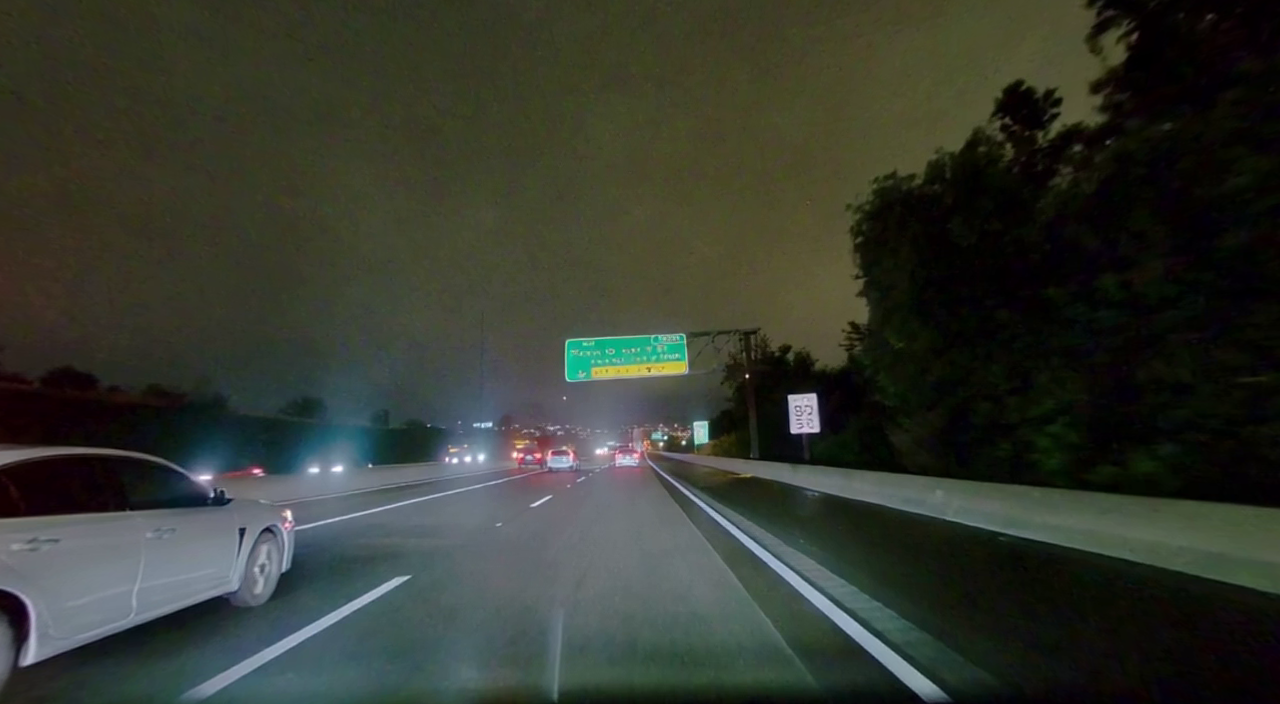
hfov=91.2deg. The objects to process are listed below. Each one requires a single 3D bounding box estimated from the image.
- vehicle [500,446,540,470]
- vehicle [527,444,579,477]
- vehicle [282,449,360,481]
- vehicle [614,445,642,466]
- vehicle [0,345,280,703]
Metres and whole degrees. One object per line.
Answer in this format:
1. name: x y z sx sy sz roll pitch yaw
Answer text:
1. vehicle: -8.042 7.094 42.227 1.936 1.516 3.904 0 -9 -1
2. vehicle: -4.183 5.281 30.611 1.988 1.477 4.118 0 -9 -1
3. vehicle: -16.371 5.788 32.374 1.846 1.519 4.114 0 -9 0
4. vehicle: -0.922 7.812 47.337 2.023 1.479 3.718 0 -9 -1
5. vehicle: -3.948 0.852 2.711 2.074 1.779 4.588 0 -9 -1
